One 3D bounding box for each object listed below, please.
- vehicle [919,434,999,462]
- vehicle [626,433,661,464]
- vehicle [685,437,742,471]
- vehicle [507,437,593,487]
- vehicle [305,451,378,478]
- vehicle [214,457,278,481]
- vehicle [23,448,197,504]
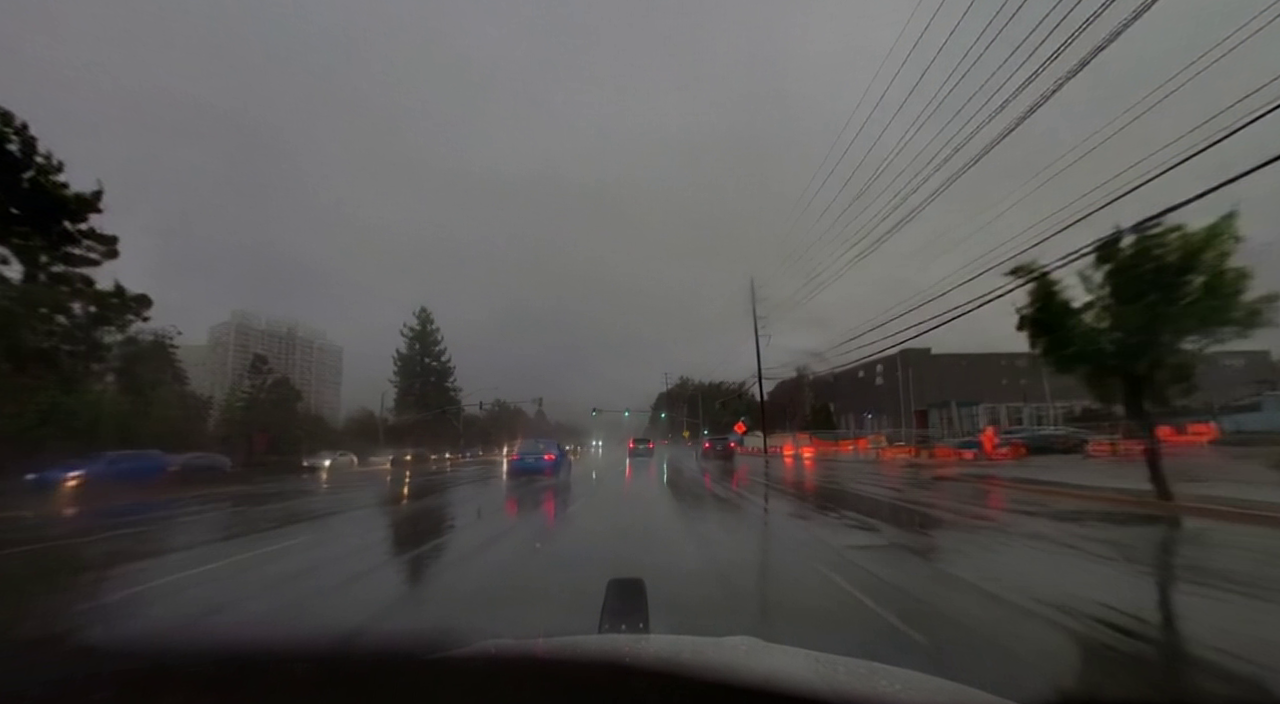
[{"bbox_3d":[17.765,5.306,35.033,4.677,1.466,1.928,6,-10,-36],"label":"vehicle"},{"bbox_3d":[0.244,6.106,40.067,2.060,1.845,4.151,-1,-8,1],"label":"vehicle"},{"bbox_3d":[3.389,4.816,29.982,2.142,1.475,4.565,0,-8,0],"label":"vehicle"},{"bbox_3d":[-2.895,3.683,21.463,2.087,1.480,4.825,-1,-8,1],"label":"vehicle"},{"bbox_3d":[-17.382,6.542,36.959,1.924,1.446,4.625,-1,-8,1],"label":"vehicle"},{"bbox_3d":[-27.194,8.087,43.675,1.676,1.438,4.232,0,-8,0],"label":"vehicle"},{"bbox_3d":[-17.694,4.109,21.416,2.036,1.649,4.493,0,-8,-1],"label":"vehicle"}]
